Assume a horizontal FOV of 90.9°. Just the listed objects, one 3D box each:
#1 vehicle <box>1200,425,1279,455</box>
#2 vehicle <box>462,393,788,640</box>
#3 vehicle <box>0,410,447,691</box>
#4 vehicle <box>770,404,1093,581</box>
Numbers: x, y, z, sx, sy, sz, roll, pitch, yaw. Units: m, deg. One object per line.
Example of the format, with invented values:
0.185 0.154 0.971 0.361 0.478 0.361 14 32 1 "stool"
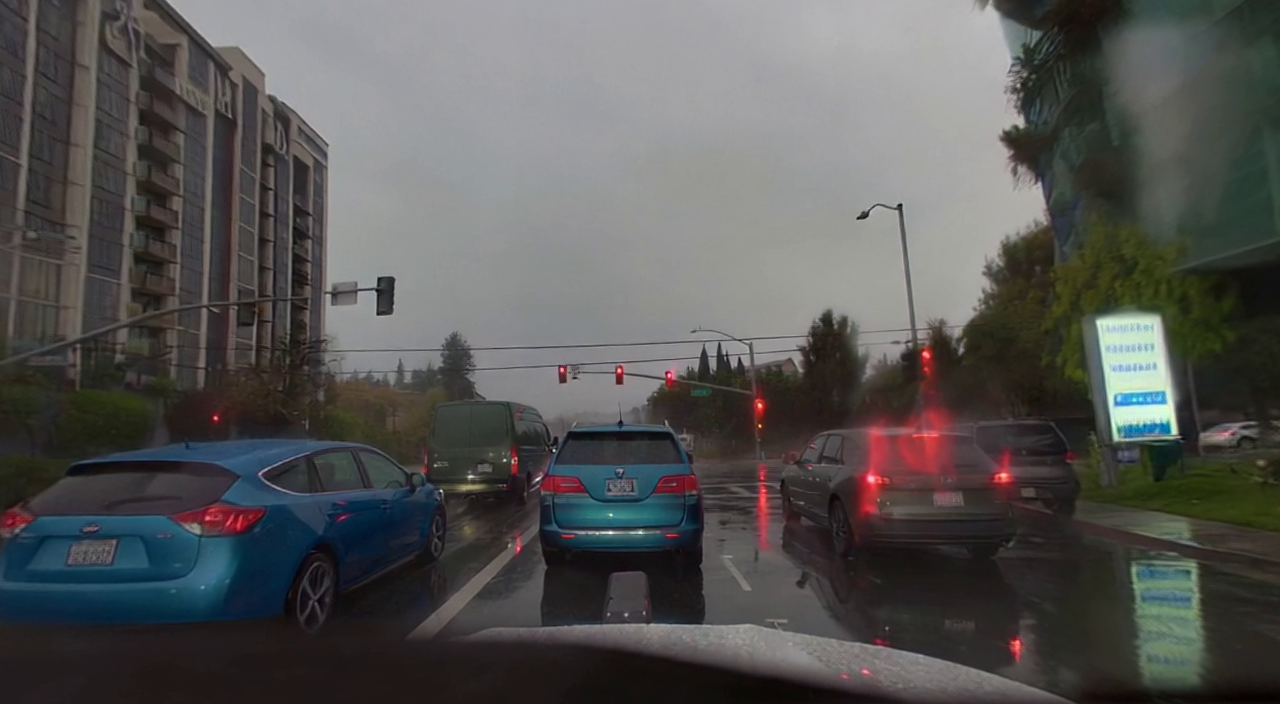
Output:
31.784 4.531 32.332 4.585 1.446 1.976 1 -9 -9 "vehicle"
-0.122 1.425 6.474 2.195 1.662 4.262 0 -8 -1 "vehicle"
-3.543 1.426 5.821 1.906 1.524 4.547 0 -8 2 "vehicle"
3.215 1.658 8.251 2.004 1.646 4.554 0 -8 0 "vehicle"
